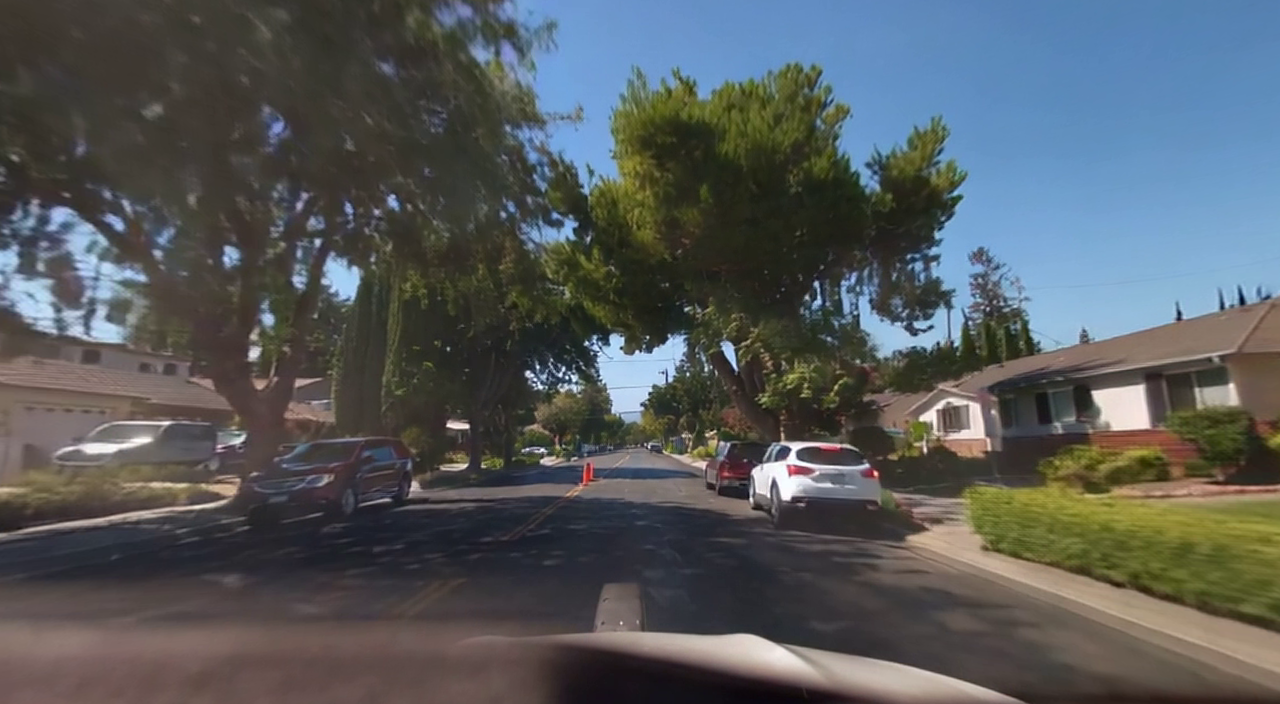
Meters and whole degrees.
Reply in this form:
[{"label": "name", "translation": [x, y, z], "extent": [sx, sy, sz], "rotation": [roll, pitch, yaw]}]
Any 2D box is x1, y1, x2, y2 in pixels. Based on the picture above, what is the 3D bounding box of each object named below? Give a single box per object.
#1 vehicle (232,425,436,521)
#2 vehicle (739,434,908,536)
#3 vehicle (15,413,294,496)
[{"label": "vehicle", "translation": [-6.989, 2.858, 15.297], "extent": [2.266, 1.877, 5.167], "rotation": [0, -10, 1]}, {"label": "vehicle", "translation": [3.294, 2.471, 12.415], "extent": [1.896, 1.602, 4.571], "rotation": [0, -9, 0]}, {"label": "vehicle", "translation": [-15.028, 3.208, 19.963], "extent": [6.526, 2.046, 2.522], "rotation": [4, -8, -1]}]
